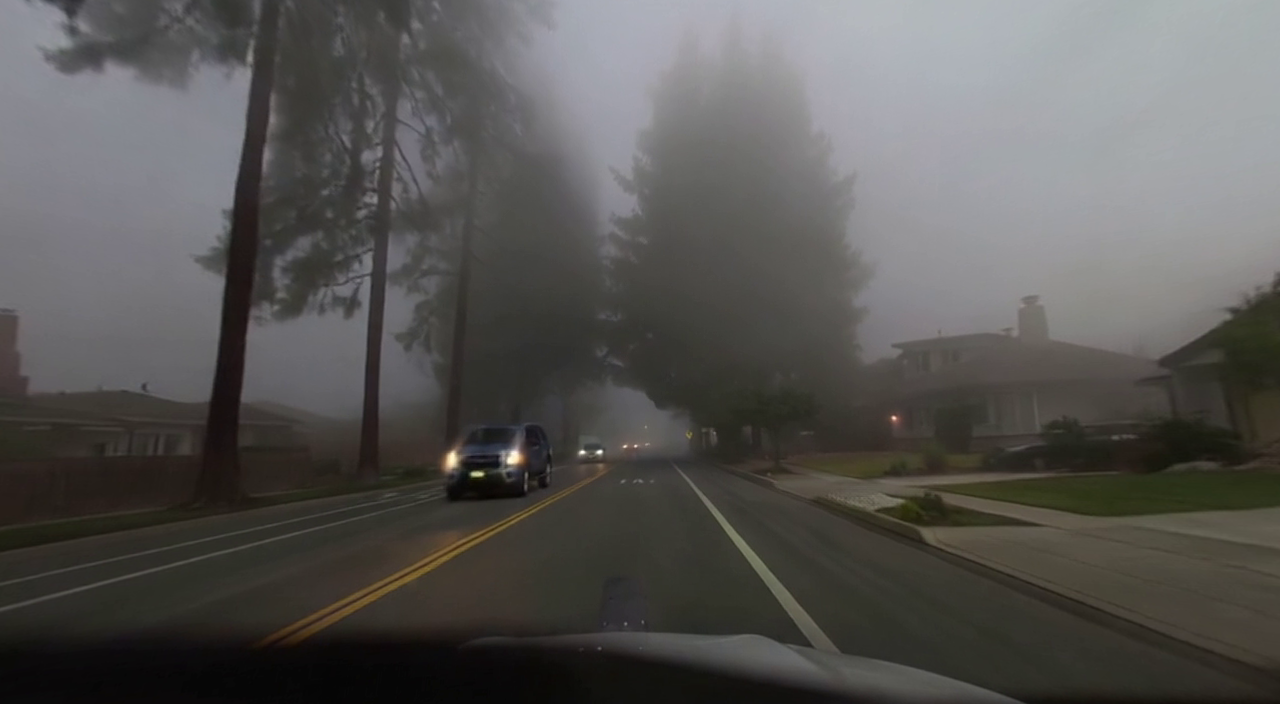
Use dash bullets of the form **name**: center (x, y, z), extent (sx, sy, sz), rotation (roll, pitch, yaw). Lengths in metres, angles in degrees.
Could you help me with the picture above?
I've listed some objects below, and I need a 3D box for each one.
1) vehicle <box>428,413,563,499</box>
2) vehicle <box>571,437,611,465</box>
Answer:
- **vehicle**: center (-3.936, 2.993, 18.508), extent (2.417, 2.088, 5.780), rotation (0, -8, 2)
- **vehicle**: center (-3.306, 6.784, 43.175), extent (2.172, 1.793, 4.696), rotation (0, -8, 2)
